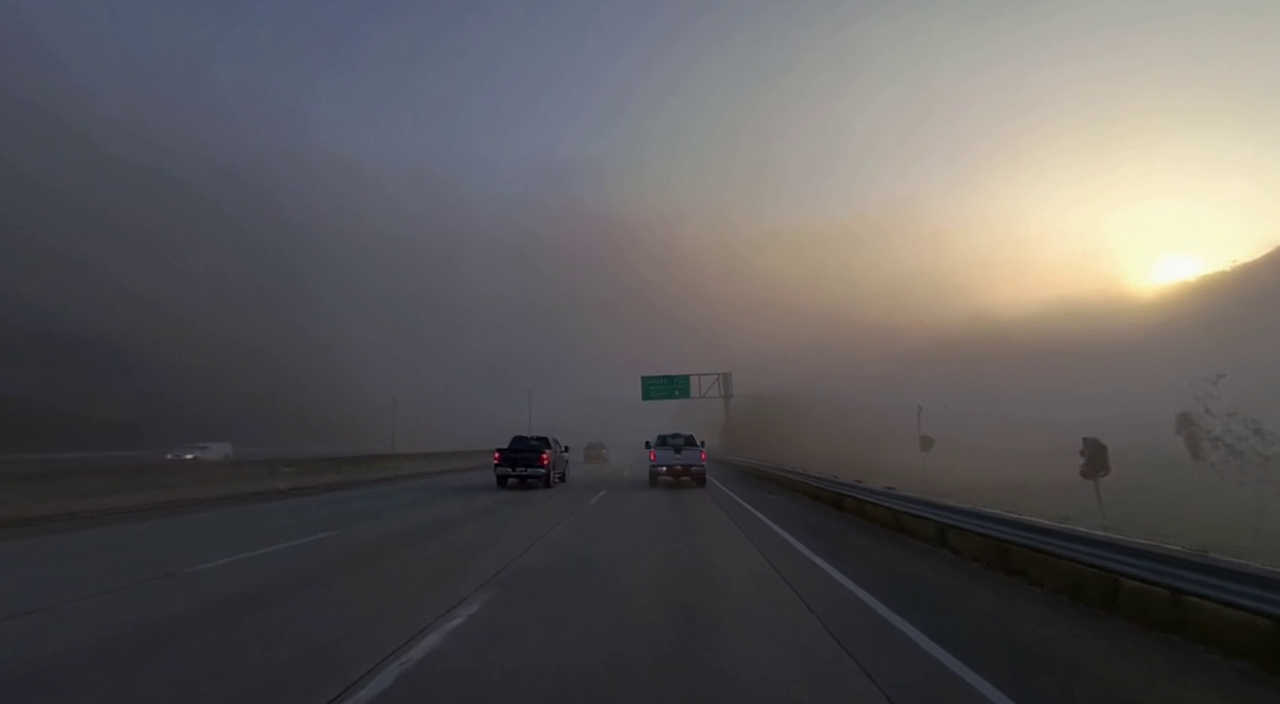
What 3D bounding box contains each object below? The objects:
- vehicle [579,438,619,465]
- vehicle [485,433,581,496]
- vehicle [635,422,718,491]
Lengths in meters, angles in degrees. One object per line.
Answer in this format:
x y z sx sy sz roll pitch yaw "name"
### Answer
-2.622 6.487 41.057 2.106 1.651 4.040 -1 -9 3 "vehicle"
-2.958 3.206 18.345 1.959 1.604 4.065 -1 -9 2 "vehicle"
1.050 3.240 19.867 2.229 1.837 5.387 -1 -8 1 "vehicle"
